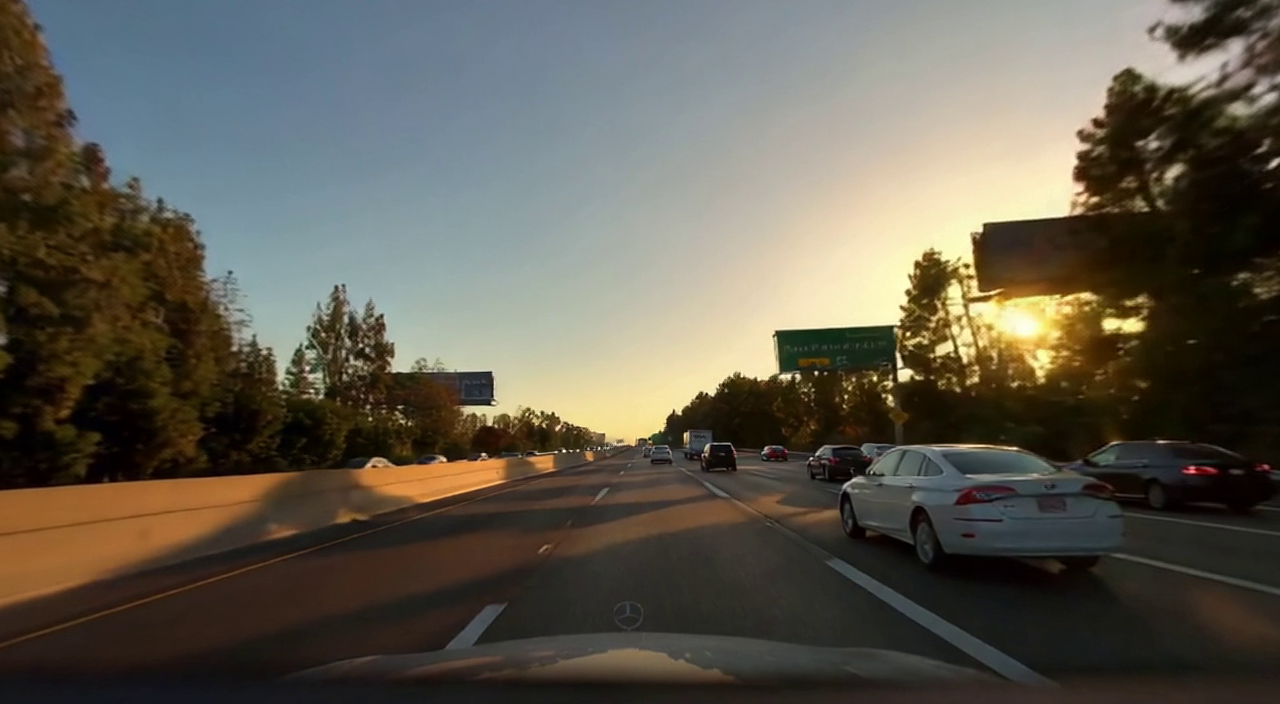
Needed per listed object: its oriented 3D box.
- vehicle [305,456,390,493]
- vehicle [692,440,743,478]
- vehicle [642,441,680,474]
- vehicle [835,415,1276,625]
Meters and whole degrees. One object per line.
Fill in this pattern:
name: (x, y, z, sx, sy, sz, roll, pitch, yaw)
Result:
vehicle: (-13.297, 5.565, 28.992, 1.843, 1.461, 4.292, -1, -8, 1)
vehicle: (4.011, 5.612, 33.436, 2.075, 1.845, 4.667, 0, -8, -1)
vehicle: (1.211, 6.272, 37.683, 2.145, 1.832, 4.004, 0, -8, 1)
vehicle: (3.925, 1.622, 7.157, 1.989, 1.609, 4.355, 0, -8, 0)
